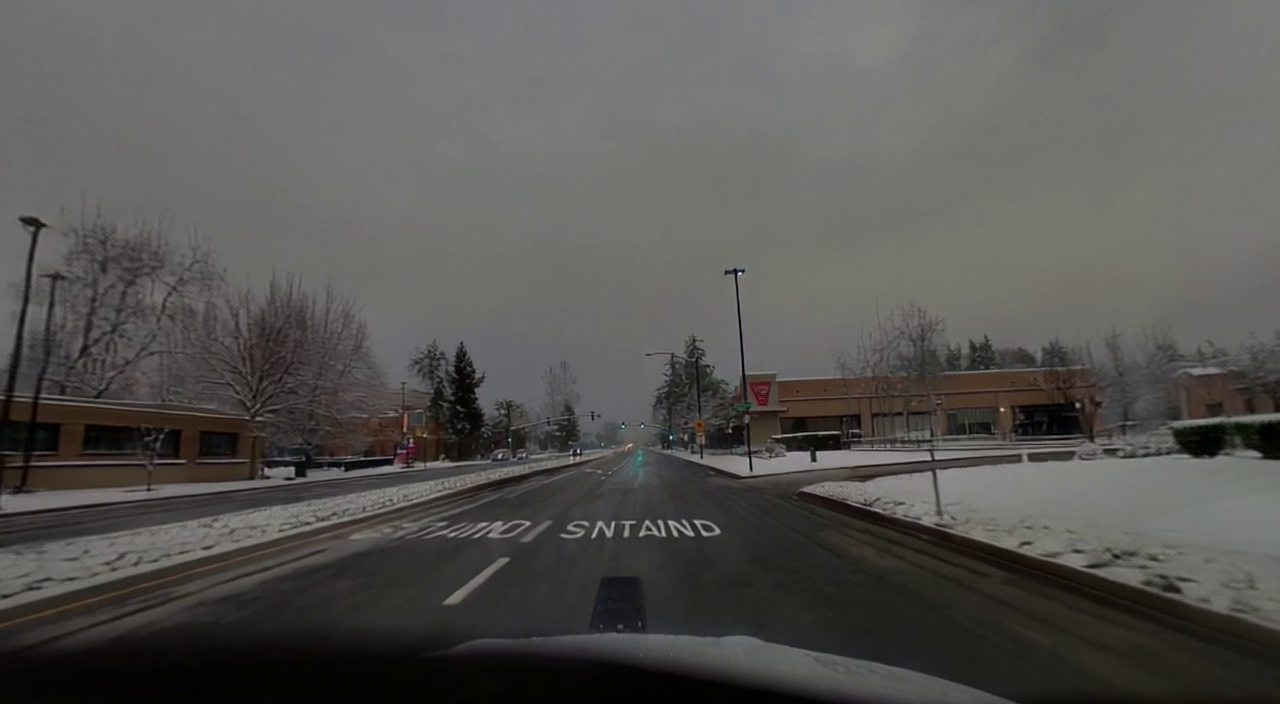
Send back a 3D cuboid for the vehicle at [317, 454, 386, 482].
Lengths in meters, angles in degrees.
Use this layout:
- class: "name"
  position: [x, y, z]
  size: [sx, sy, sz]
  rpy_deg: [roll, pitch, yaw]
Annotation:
- class: "vehicle"
  position: [-17.394, 6.987, 38.084]
  size: [1.861, 1.541, 4.530]
  rpy_deg: [0, -9, 3]
